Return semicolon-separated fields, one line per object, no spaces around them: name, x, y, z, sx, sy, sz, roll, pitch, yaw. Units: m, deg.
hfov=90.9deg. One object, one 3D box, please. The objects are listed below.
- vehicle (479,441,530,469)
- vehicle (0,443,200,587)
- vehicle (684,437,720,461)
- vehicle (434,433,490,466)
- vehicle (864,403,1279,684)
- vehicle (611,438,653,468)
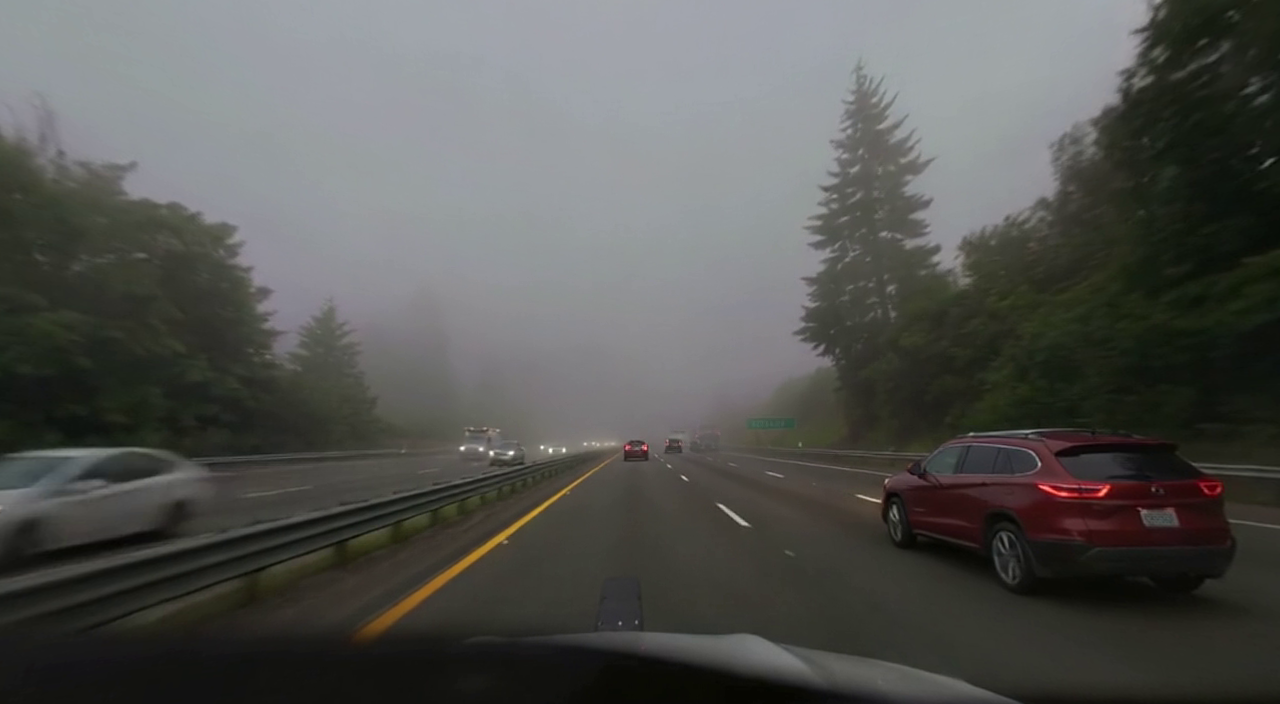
vehicle;-7.858;5.991;37.040;2.012;1.521;4.593;0;-8;0
vehicle;-7.559;1.804;7.324;1.897;1.451;4.137;0;-8;0
vehicle;4.286;6.771;44.165;1.995;1.556;3.893;0;-8;-2
vehicle;-11.636;6.398;41.609;2.209;2.011;4.985;0;-8;0
vehicle;3.965;1.353;5.828;1.961;1.495;4.743;0;-8;-1
vehicle;-0.433;5.266;33.086;2.055;1.466;4.317;0;-8;-1
